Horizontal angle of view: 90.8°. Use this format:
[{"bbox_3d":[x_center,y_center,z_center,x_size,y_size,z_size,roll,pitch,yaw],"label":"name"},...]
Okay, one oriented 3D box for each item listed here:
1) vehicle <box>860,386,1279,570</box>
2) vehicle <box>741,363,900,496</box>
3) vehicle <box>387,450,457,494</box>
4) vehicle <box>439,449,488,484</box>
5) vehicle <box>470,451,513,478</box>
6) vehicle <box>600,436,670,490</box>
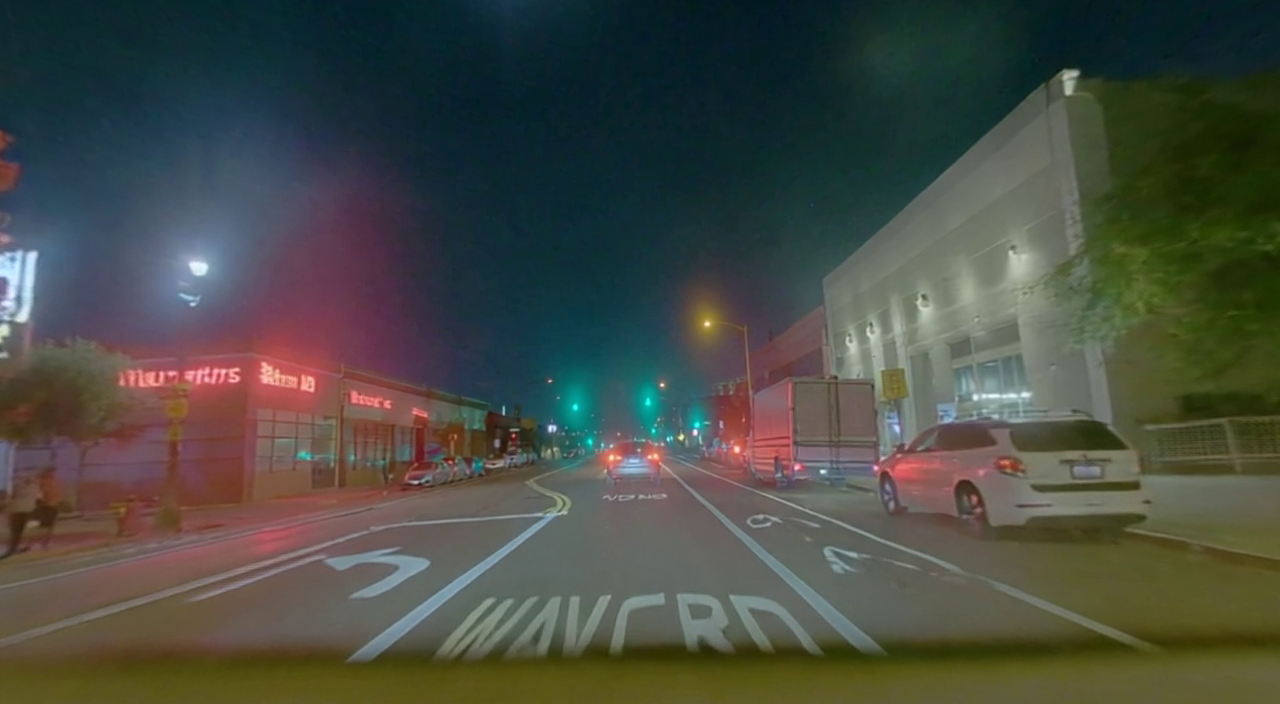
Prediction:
[{"bbox_3d":[5.593,1.747,9.596,2.367,1.917,5.810,0,-8,-1],"label":"vehicle"},{"bbox_3d":[5.430,2.611,20.720,2.893,3.553,7.295,0,-8,-1],"label":"vehicle"},{"bbox_3d":[-11.278,6.190,32.983,2.055,1.685,4.370,-5,-6,-1],"label":"vehicle"},{"bbox_3d":[-11.369,7.350,40.938,1.872,1.731,4.656,-4,-6,-1],"label":"vehicle"},{"bbox_3d":[-11.083,8.412,47.534,1.920,1.498,4.591,-5,-6,2],"label":"vehicle"},{"bbox_3d":[-0.157,3.636,21.053,2.086,1.575,4.205,0,-8,0],"label":"vehicle"}]
